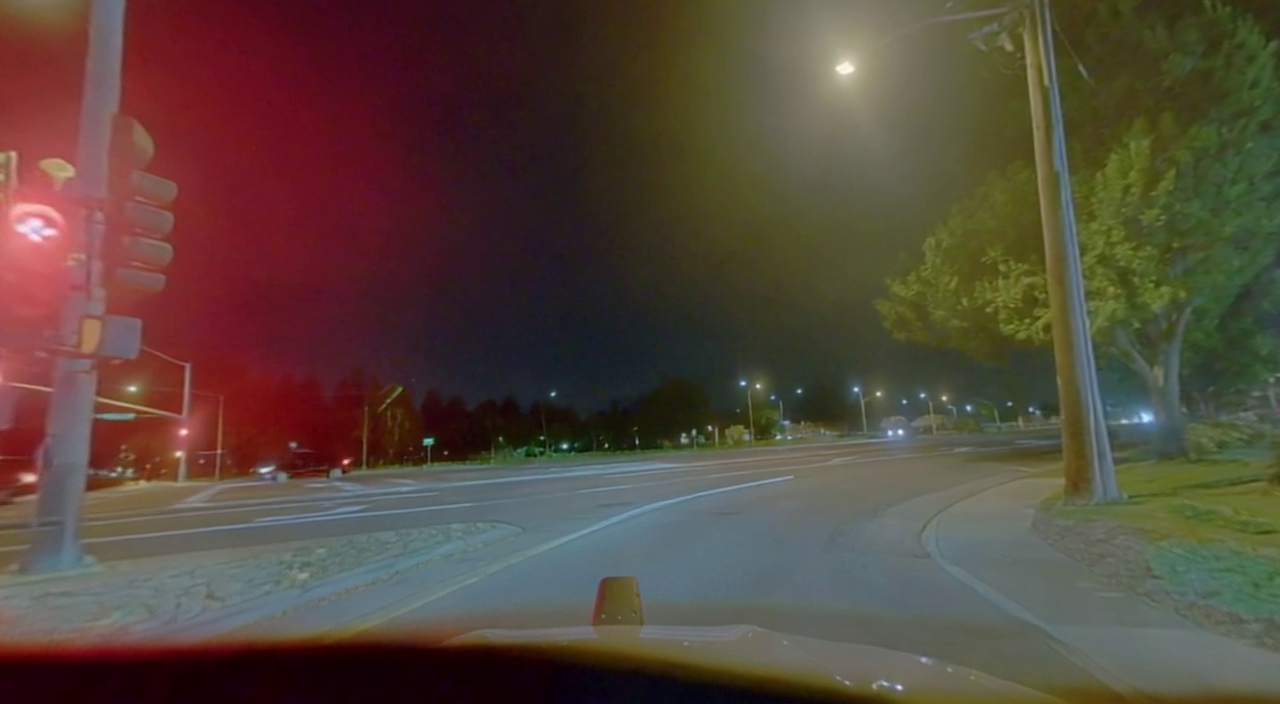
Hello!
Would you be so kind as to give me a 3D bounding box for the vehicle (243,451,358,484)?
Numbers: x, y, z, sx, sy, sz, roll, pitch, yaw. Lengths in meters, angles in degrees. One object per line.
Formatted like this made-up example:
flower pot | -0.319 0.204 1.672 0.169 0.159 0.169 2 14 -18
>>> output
vehicle | -16.609 5.630 30.946 1.811 1.444 4.527 -8 -11 42
